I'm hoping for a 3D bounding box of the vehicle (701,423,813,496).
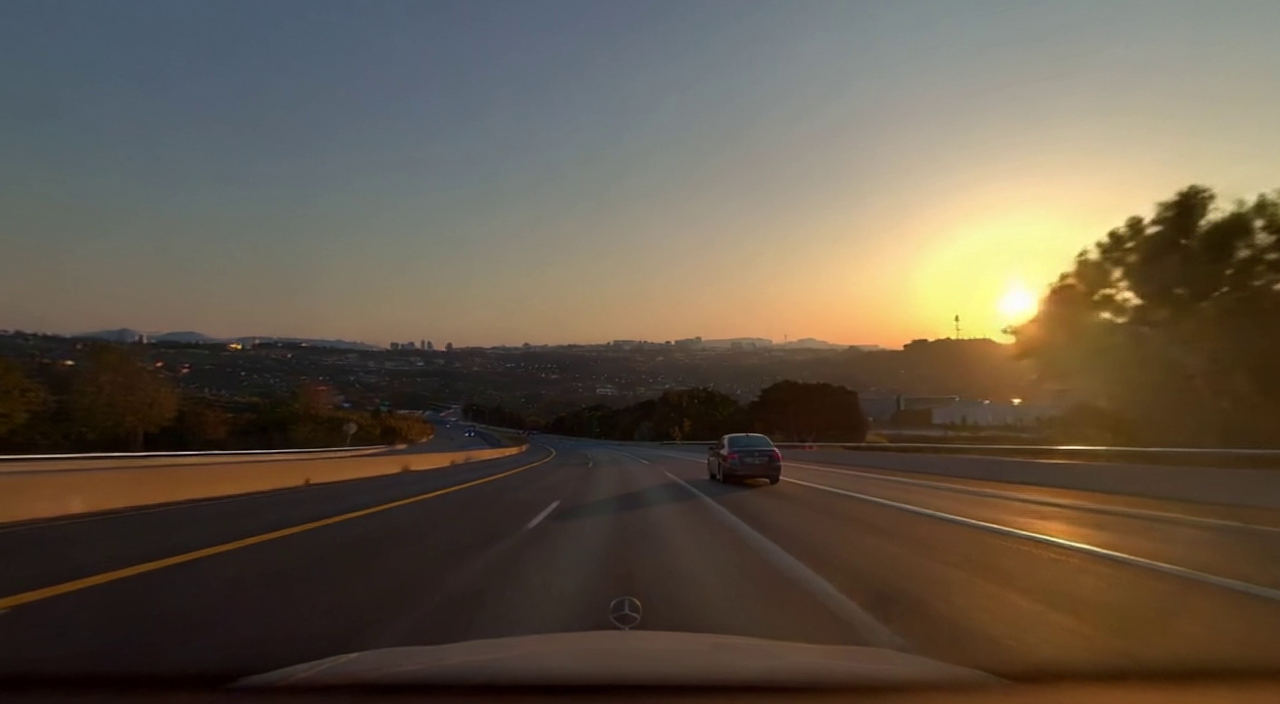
[{"bbox_3d":[2.962,2.844,17.002,2.059,1.715,4.192,0,-8,-2],"label":"vehicle"}]
